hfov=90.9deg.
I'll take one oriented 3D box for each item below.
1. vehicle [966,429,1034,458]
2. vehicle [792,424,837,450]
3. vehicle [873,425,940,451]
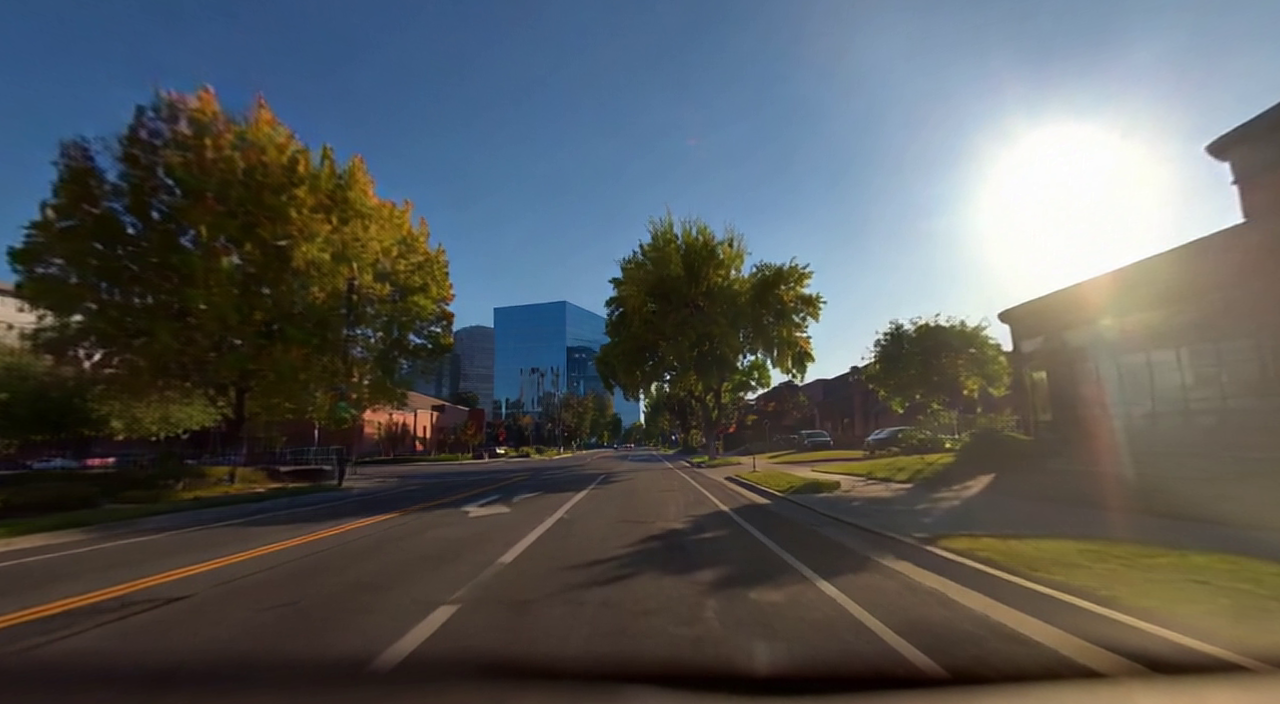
[{"bbox_3d":[20.750,5.302,36.528,1.766,1.560,3.695,0,-8,0],"label":"vehicle"},{"bbox_3d":[11.949,5.915,43.559,2.036,1.636,4.995,0,-8,5],"label":"vehicle"},{"bbox_3d":[15.367,5.028,36.608,1.866,1.420,4.447,0,-8,0],"label":"vehicle"}]
